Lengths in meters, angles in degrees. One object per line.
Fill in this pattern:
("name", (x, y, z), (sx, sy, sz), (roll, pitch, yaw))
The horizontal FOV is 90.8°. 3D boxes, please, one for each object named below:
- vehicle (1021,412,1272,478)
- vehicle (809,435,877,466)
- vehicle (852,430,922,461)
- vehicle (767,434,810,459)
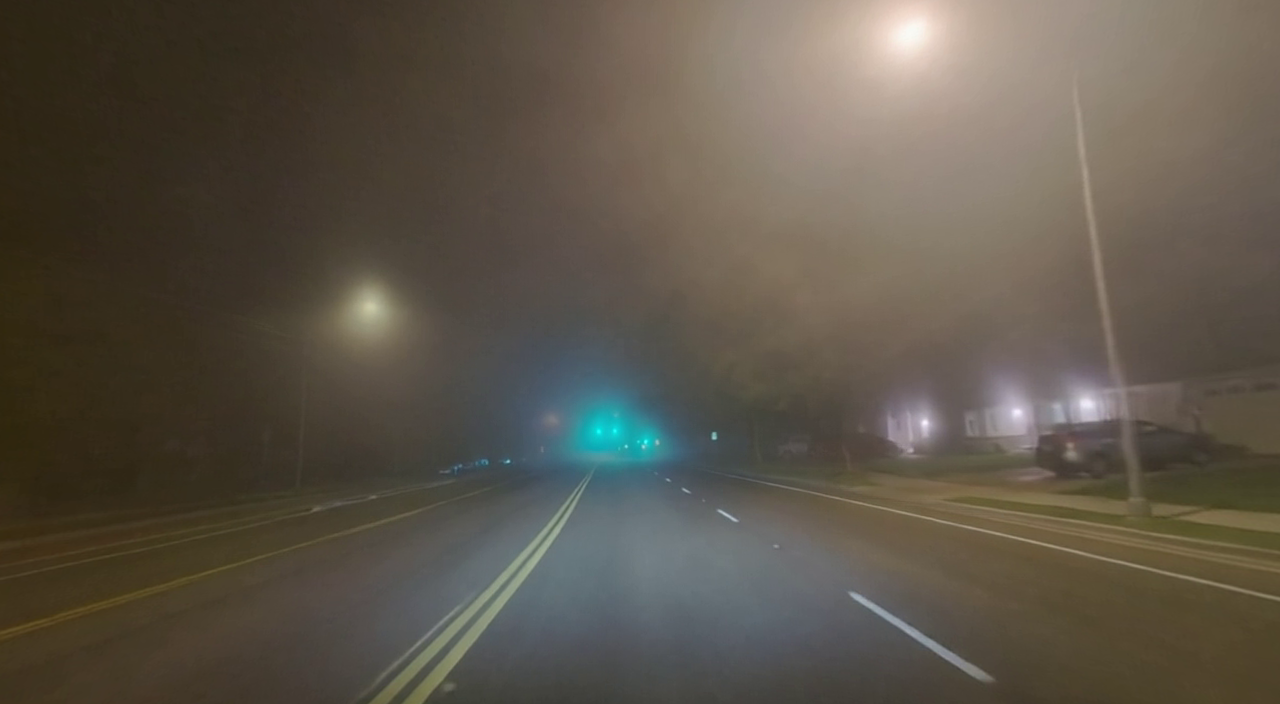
("vehicle", (12.841, 2.391, 16.269), (4.767, 1.557, 1.994), (0, -8, -2))
("vehicle", (10.321, 5.034, 32.501), (1.847, 1.455, 4.650), (0, -8, -1))
("vehicle", (12.812, 4.905, 33.072), (1.889, 1.499, 4.218), (0, -8, -1))
("vehicle", (10.817, 6.916, 46.327), (2.044, 1.716, 4.637), (0, -8, 1))
